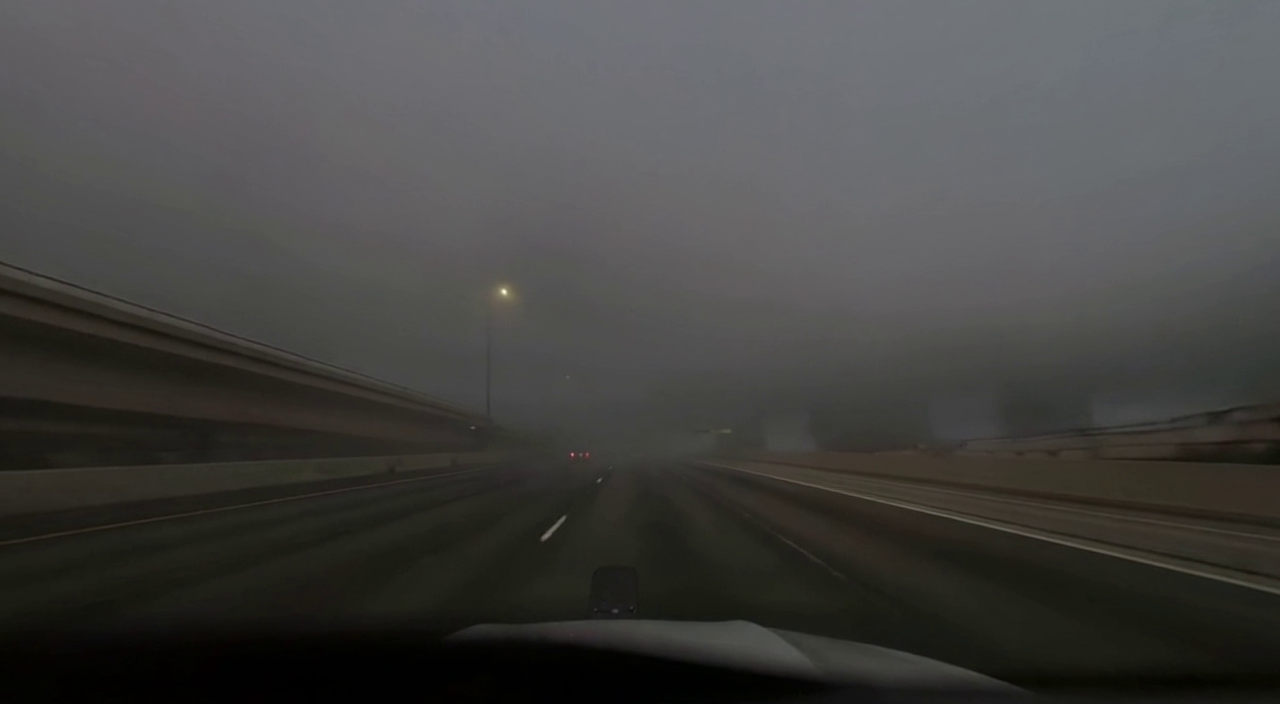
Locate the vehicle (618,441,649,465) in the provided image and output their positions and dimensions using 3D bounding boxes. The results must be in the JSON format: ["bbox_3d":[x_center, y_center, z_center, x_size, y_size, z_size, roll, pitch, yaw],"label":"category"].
[{"bbox_3d":[-0.483,7.327,45.924,2.132,1.657,3.967,0,-8,-1],"label":"vehicle"}]

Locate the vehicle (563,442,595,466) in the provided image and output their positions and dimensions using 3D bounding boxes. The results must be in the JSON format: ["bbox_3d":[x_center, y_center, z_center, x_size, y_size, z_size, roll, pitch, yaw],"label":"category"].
[{"bbox_3d":[-4.385,7.403,46.139,2.000,1.646,4.201,0,-8,-1],"label":"vehicle"}]
